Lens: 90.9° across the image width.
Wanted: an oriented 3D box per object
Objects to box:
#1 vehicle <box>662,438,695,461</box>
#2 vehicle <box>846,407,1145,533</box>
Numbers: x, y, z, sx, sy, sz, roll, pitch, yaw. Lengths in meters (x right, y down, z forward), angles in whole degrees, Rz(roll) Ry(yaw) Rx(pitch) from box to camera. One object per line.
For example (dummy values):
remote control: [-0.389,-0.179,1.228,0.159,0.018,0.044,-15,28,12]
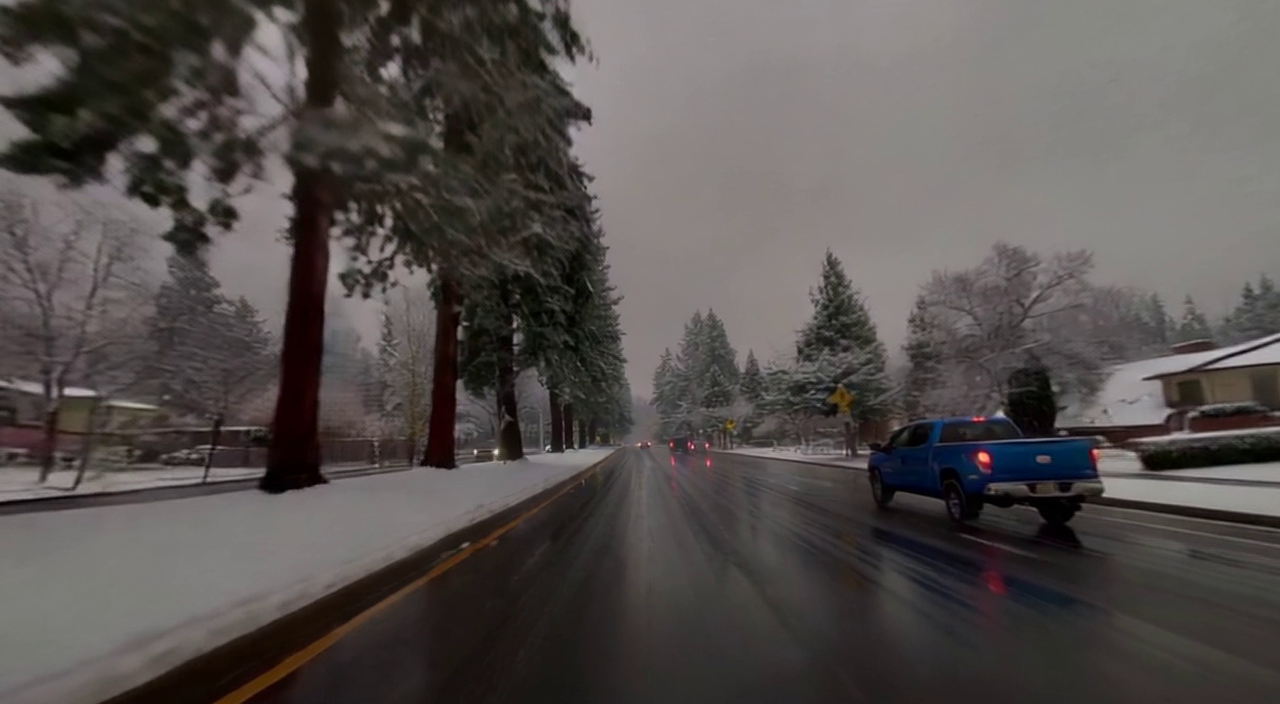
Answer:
vehicle: [2.819,7.246,46.984,2.061,1.632,4.222,0,-8,-1]
vehicle: [5.978,2.083,11.820,2.262,1.769,5.666,0,-8,0]
